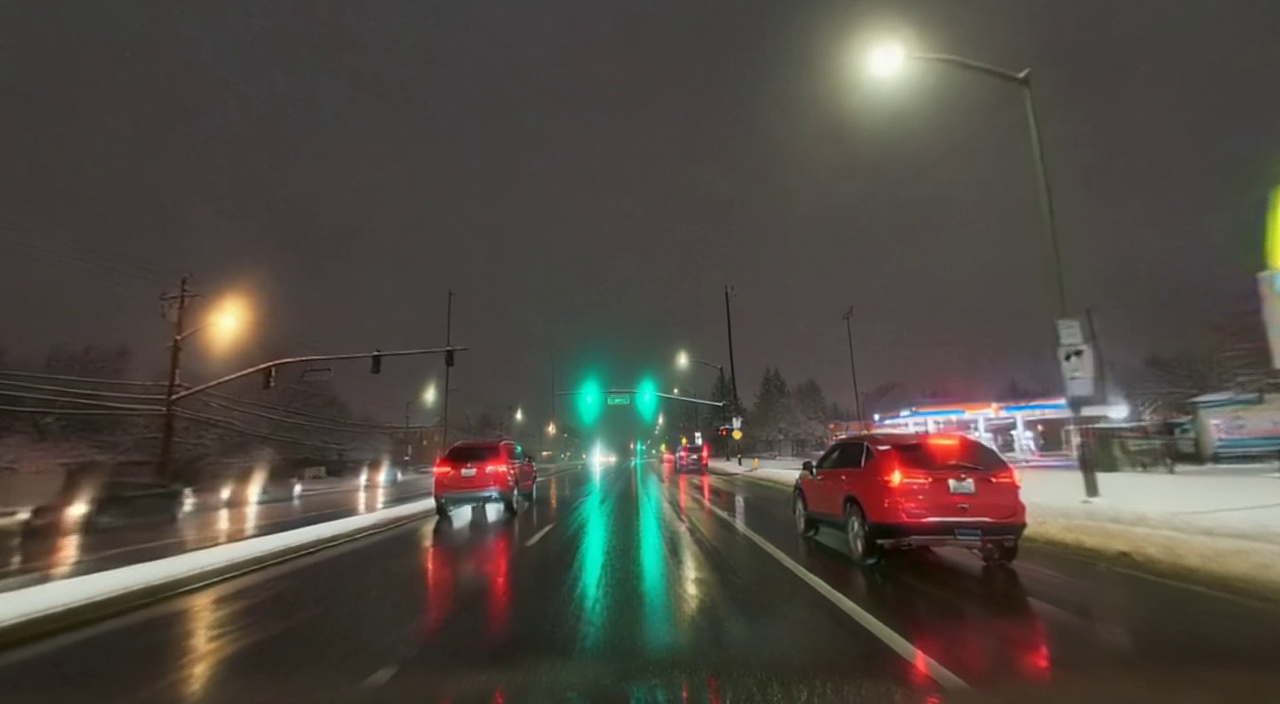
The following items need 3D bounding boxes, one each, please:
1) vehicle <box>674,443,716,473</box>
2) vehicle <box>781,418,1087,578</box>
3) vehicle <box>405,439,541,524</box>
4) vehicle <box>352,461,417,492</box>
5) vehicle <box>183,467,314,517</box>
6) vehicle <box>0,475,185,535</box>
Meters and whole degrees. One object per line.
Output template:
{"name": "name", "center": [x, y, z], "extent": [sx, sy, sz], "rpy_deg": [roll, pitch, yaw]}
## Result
{"name": "vehicle", "center": [3.320, 6.494, 38.978], "extent": [2.066, 1.699, 4.419], "rpy_deg": [0, -8, -1]}
{"name": "vehicle", "center": [3.600, 1.868, 8.940], "extent": [2.085, 1.655, 4.459], "rpy_deg": [0, -8, -1]}
{"name": "vehicle", "center": [-3.571, 2.814, 14.327], "extent": [1.935, 1.617, 4.045], "rpy_deg": [0, -8, 1]}
{"name": "vehicle", "center": [-14.039, 6.869, 34.988], "extent": [1.833, 1.476, 4.117], "rpy_deg": [-1, -8, 1]}
{"name": "vehicle", "center": [-14.197, 5.068, 23.286], "extent": [1.861, 1.472, 4.543], "rpy_deg": [0, -8, 1]}
{"name": "vehicle", "center": [-17.679, 4.923, 20.776], "extent": [1.968, 1.476, 4.598], "rpy_deg": [0, -8, 0]}
